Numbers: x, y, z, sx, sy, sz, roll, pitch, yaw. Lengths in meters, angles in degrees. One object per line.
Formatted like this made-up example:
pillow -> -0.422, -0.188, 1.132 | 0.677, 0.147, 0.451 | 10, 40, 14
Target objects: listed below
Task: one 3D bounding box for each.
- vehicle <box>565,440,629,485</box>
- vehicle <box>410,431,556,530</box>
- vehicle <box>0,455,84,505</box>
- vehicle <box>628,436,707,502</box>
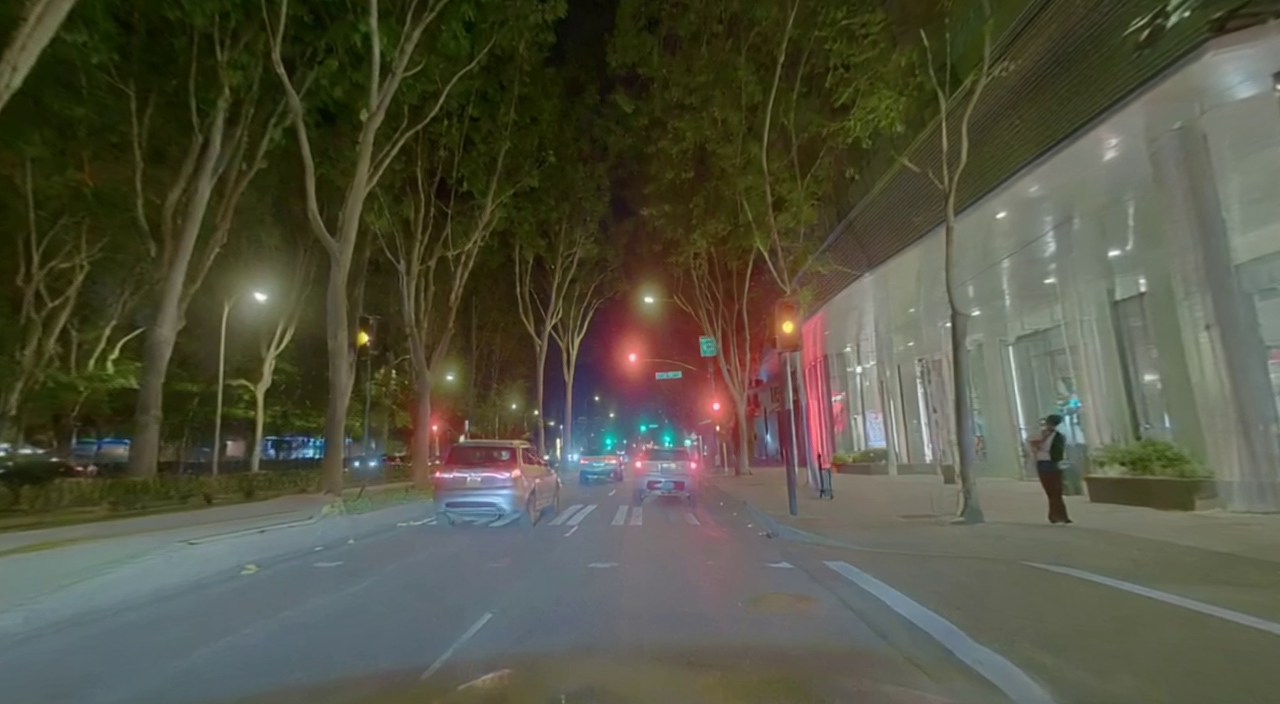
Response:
vehicle -> -1.853, 4.939, 28.627 | 2.220, 1.847, 4.587 | -1, -8, 5
vehicle -> -3.019, 2.551, 13.060 | 1.940, 1.722, 3.823 | 0, -8, 1
vehicle -> -27.292, 5.470, 27.060 | 2.126, 1.935, 5.034 | 0, -8, 2
vehicle -> 0.783, 3.435, 18.907 | 2.120, 1.758, 3.917 | 0, -8, 2
